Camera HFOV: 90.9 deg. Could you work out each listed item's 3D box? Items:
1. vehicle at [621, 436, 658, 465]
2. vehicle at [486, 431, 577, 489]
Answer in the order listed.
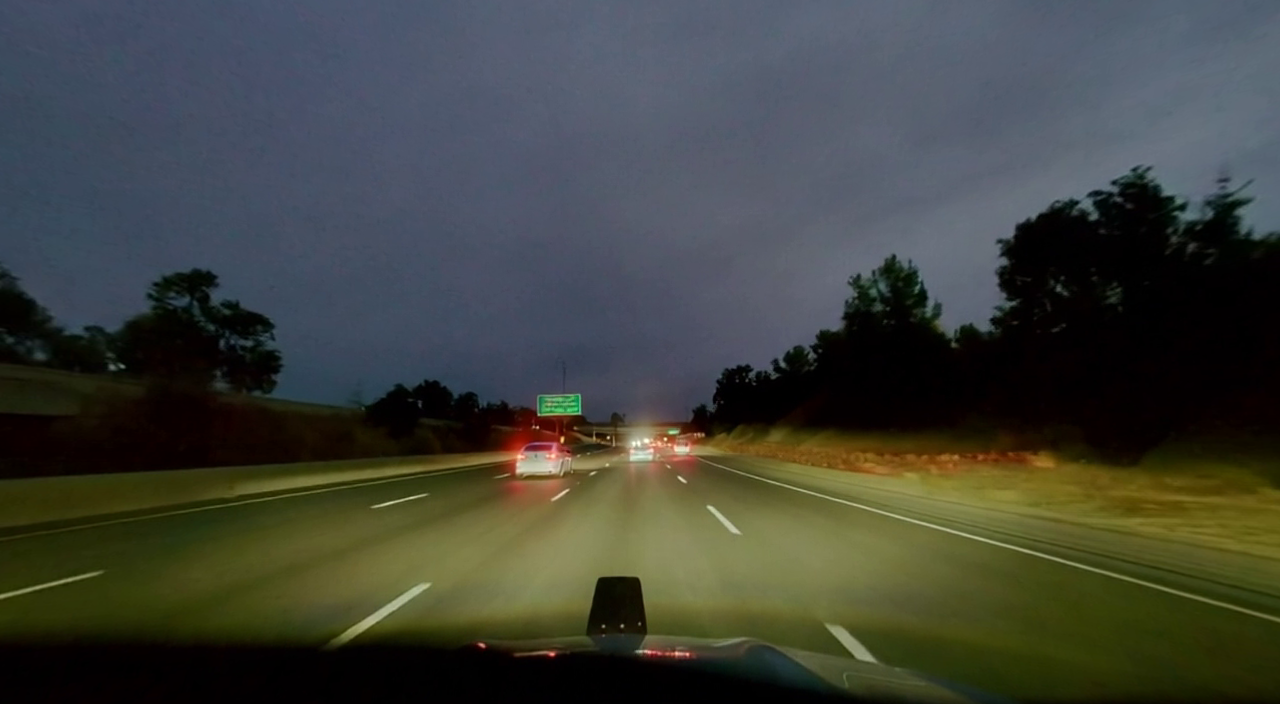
[{"bbox_3d":[-0.048,6.519,41.823,2.328,1.805,4.502,0,-8,-1],"label":"vehicle"},{"bbox_3d":[-3.414,3.506,20.840,2.114,1.650,4.730,-1,-8,1],"label":"vehicle"}]
